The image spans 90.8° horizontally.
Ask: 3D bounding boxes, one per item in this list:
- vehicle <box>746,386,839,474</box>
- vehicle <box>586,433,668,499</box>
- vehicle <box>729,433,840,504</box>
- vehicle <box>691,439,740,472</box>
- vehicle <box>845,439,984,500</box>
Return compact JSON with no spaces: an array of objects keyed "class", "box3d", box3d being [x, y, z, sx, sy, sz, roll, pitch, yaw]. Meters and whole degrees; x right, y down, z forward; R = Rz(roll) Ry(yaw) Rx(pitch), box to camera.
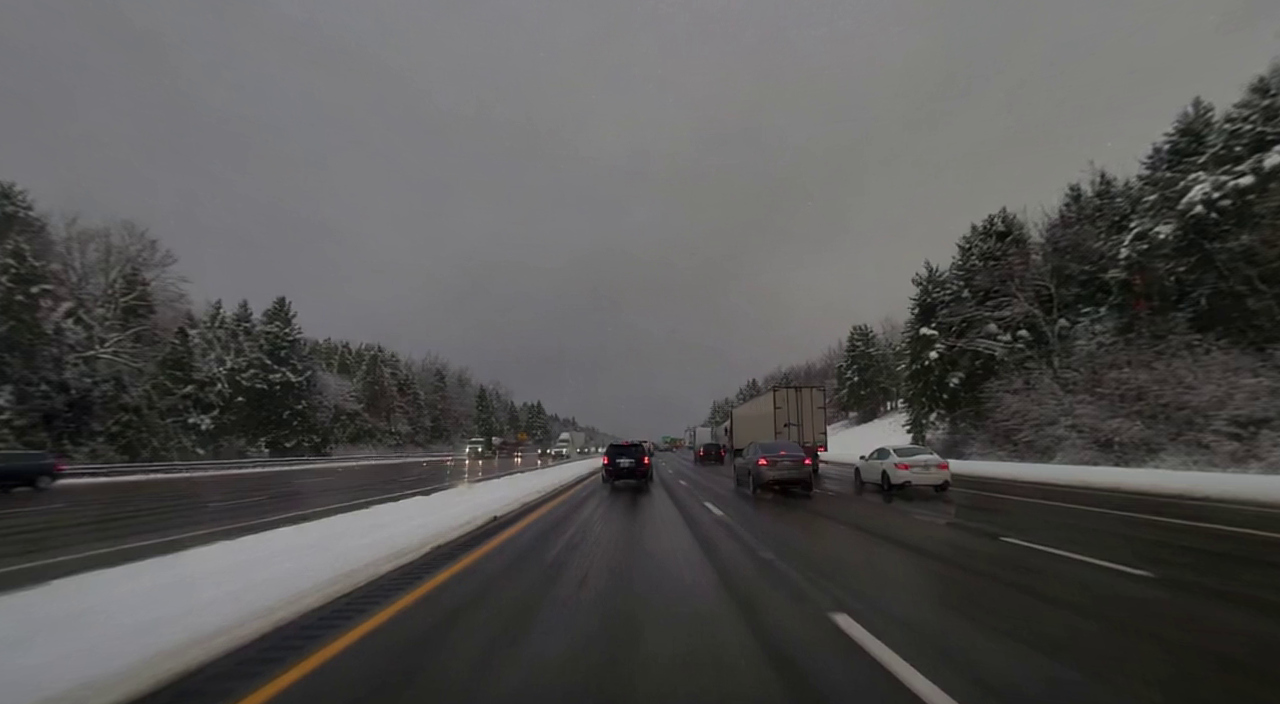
[{"class":"vehicle","box3d":[7.749,4.238,33.487,2.823,4.063,8.485,0,-9,0]},{"class":"vehicle","box3d":[-0.309,3.135,17.594,2.023,1.618,3.628,0,-9,1]},{"class":"vehicle","box3d":[3.609,2.989,16.521,1.920,1.594,3.867,0,-9,-1]},{"class":"vehicle","box3d":[4.051,5.649,34.511,2.150,1.632,4.260,0,-9,0]},{"class":"vehicle","box3d":[7.406,3.198,17.548,1.951,1.467,4.173,0,-9,0]}]
